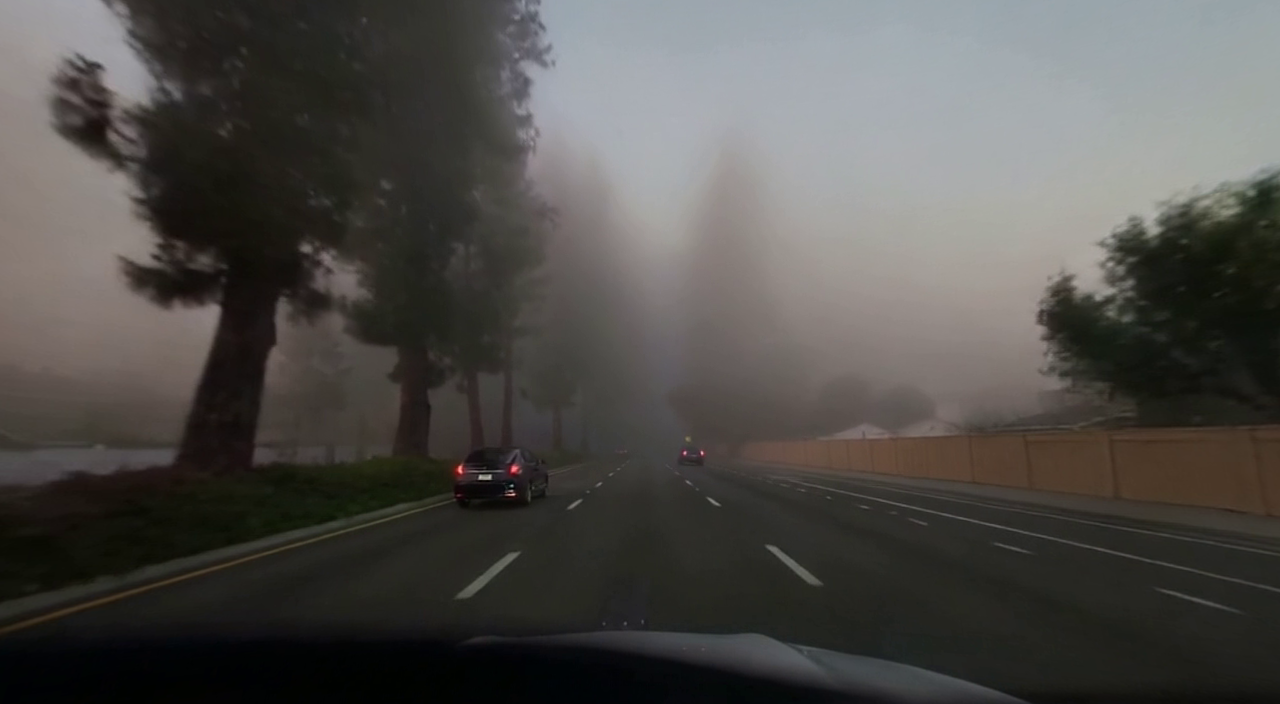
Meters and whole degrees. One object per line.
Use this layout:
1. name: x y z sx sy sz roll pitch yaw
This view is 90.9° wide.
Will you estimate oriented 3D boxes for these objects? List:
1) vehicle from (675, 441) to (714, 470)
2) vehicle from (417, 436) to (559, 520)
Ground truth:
1. vehicle: 3.574 6.874 41.877 2.114 1.780 4.445 0 -9 -1
2. vehicle: -3.078 2.653 13.795 1.966 1.524 4.410 0 -9 0
